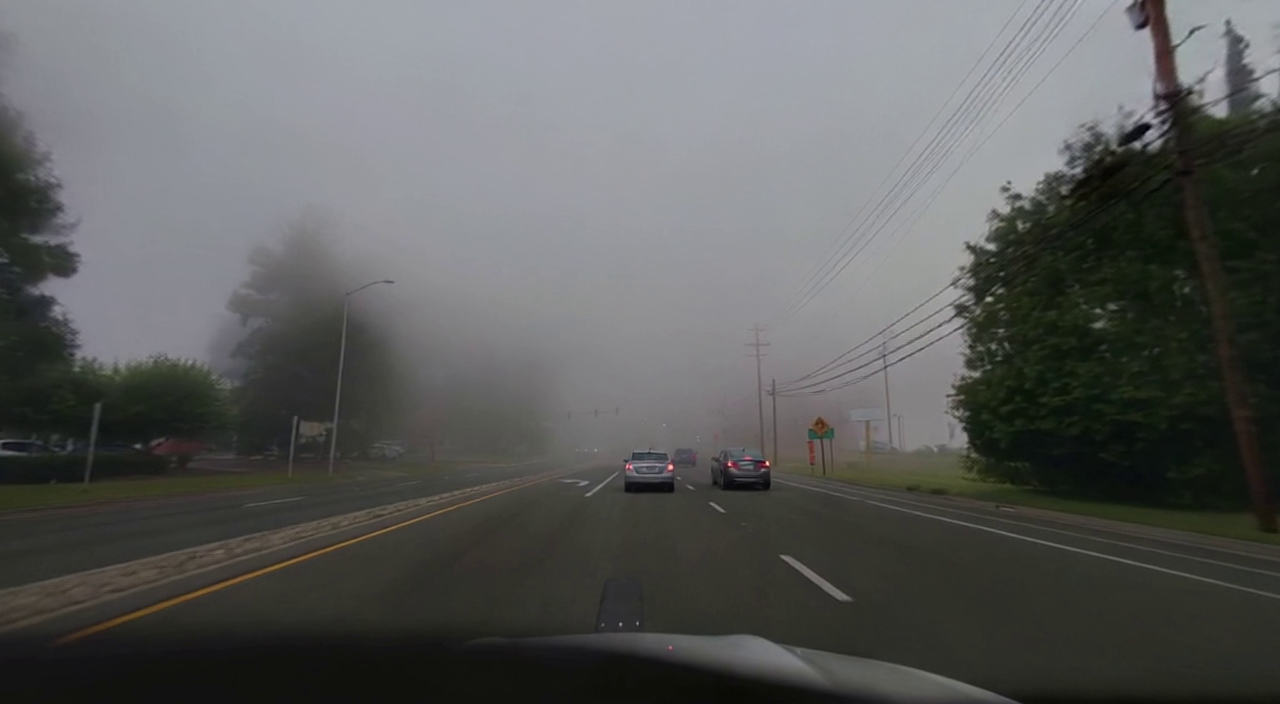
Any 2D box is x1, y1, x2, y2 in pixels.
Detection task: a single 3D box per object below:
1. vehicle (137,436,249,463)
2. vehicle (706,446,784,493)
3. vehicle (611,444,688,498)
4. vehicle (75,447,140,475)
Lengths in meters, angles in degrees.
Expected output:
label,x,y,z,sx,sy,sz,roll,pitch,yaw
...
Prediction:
label,x,y,z,sx,sy,sz,roll,pitch,yaw
vehicle,-34.360,7.501,48.557,6.282,2.011,3.033,0,-8,-3
vehicle,3.539,4.030,22.020,1.985,1.489,4.036,0,-8,0
vehicle,0.234,3.611,19.571,2.144,1.473,4.028,0,-8,-1
vehicle,-30.044,6.135,35.620,1.939,1.459,3.953,5,-10,-28
